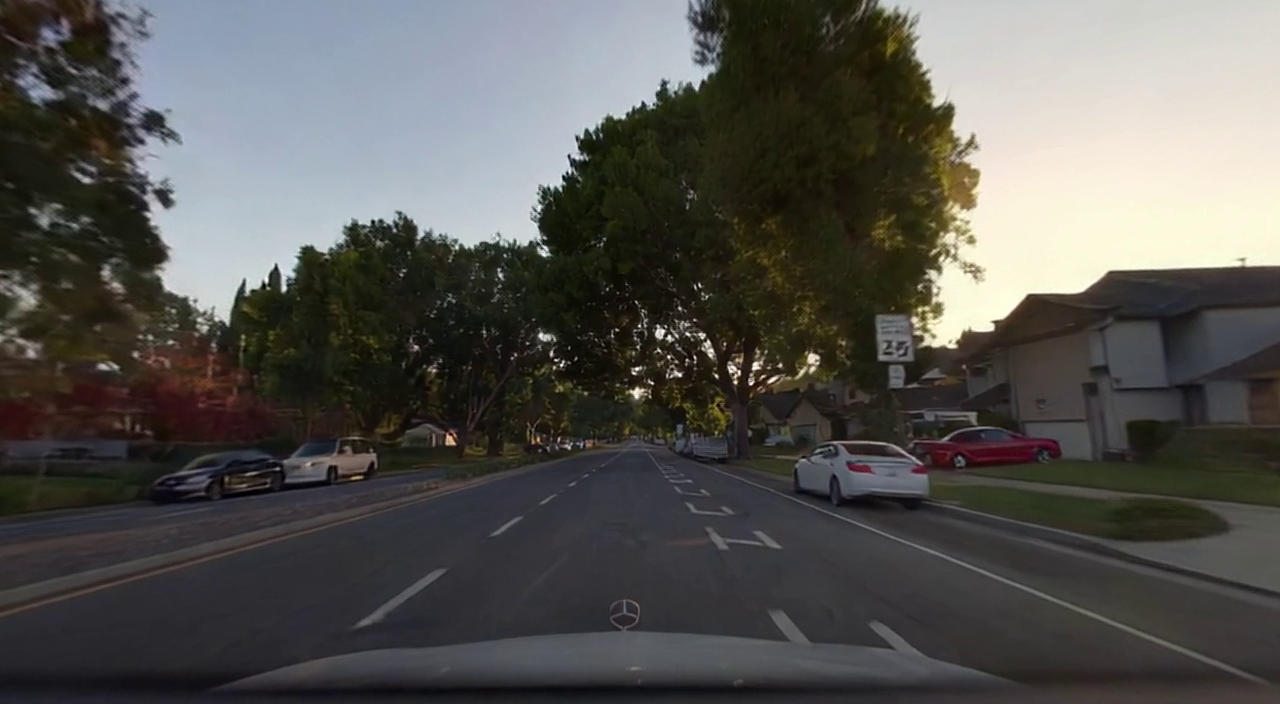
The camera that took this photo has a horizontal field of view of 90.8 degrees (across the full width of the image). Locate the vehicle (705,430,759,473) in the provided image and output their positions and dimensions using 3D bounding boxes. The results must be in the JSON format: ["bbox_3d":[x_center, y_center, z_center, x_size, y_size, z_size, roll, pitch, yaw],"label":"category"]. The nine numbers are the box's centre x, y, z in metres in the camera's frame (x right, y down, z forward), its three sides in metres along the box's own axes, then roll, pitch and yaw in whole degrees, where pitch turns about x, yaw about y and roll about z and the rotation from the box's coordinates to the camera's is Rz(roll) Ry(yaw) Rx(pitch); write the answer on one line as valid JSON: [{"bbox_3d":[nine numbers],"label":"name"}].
[{"bbox_3d":[4.395,4.797,31.003,2.074,1.838,5.402,1,-7,3],"label":"vehicle"}]

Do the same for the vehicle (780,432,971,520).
[{"bbox_3d":[4.666,2.499,13.542,2.035,1.498,4.910,0,-8,-2],"label":"vehicle"}]

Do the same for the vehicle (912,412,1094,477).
[{"bbox_3d":[12.323,3.159,21.730,4.825,1.675,2.184,-5,-7,-2],"label":"vehicle"}]

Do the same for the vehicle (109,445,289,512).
[{"bbox_3d":[-12.581,3.645,18.513,1.925,1.498,4.850,-5,-10,-2],"label":"vehicle"}]

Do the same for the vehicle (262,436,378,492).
[{"bbox_3d":[-12.619,4.406,25.339,2.075,1.917,4.984,-2,-8,0],"label":"vehicle"}]
